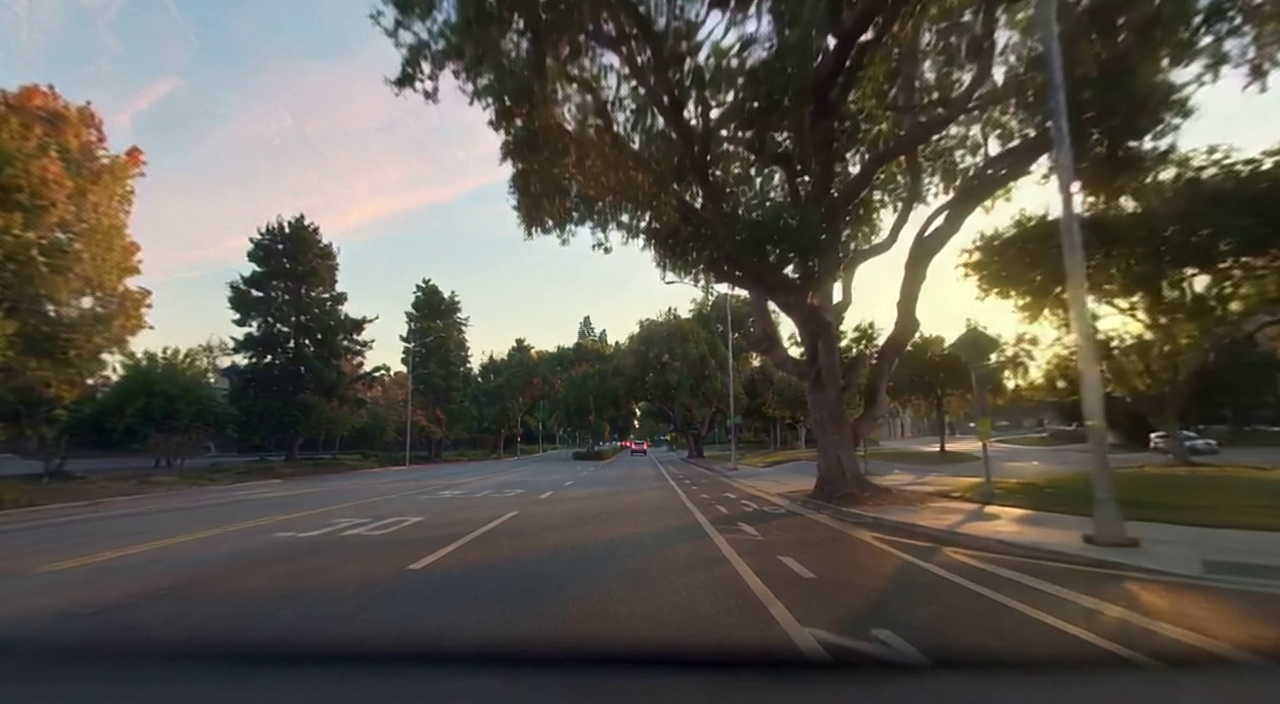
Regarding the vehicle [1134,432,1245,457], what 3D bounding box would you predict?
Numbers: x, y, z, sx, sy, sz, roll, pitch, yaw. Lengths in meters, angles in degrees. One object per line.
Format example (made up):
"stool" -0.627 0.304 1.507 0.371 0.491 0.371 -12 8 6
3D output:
"vehicle" 33.427 5.650 38.530 4.864 1.474 1.871 0 -8 2
